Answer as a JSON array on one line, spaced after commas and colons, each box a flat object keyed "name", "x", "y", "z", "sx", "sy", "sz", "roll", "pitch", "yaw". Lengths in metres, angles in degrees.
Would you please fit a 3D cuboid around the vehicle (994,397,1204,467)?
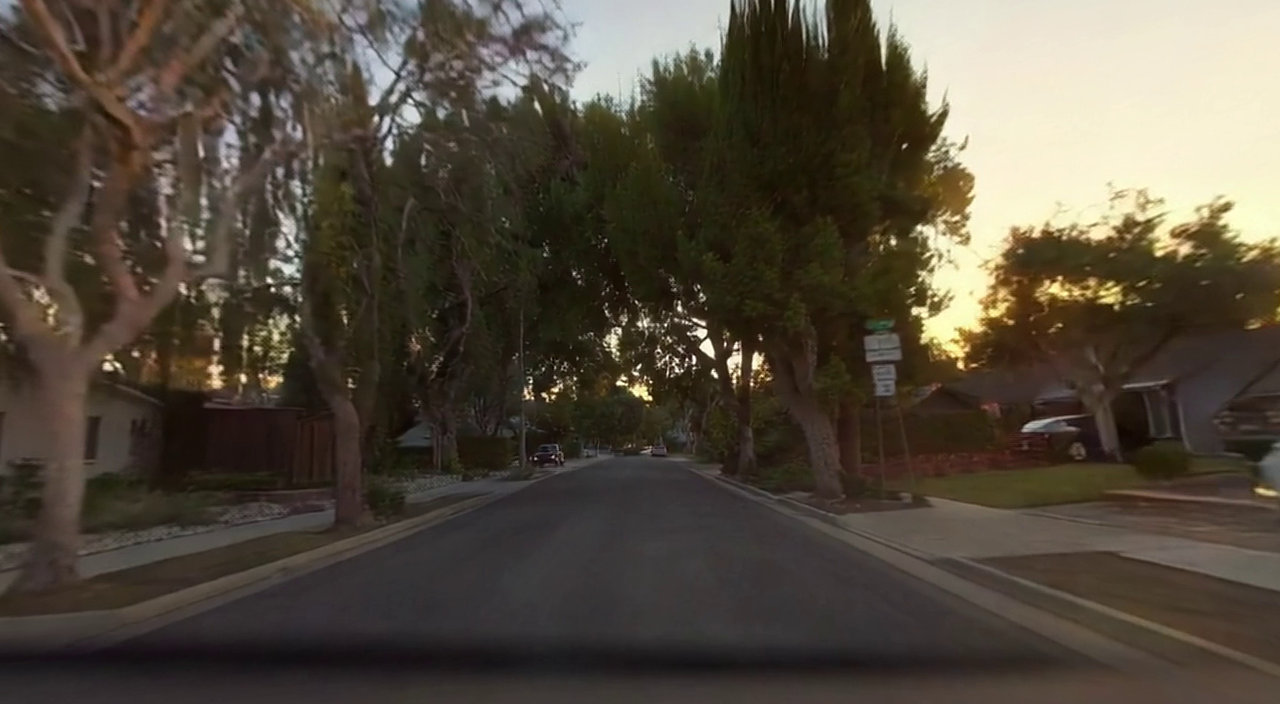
[{"name": "vehicle", "x": 14.169, "y": 2.508, "z": 19.743, "sx": 4.833, "sy": 1.843, "sz": 2.094, "roll": -2, "pitch": -8, "yaw": -1}]

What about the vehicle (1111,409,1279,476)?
[{"name": "vehicle", "x": 14.930, "y": 2.306, "z": 16.253, "sx": 4.045, "sy": 1.570, "sz": 1.864, "roll": -1, "pitch": -7, "yaw": 1}]
